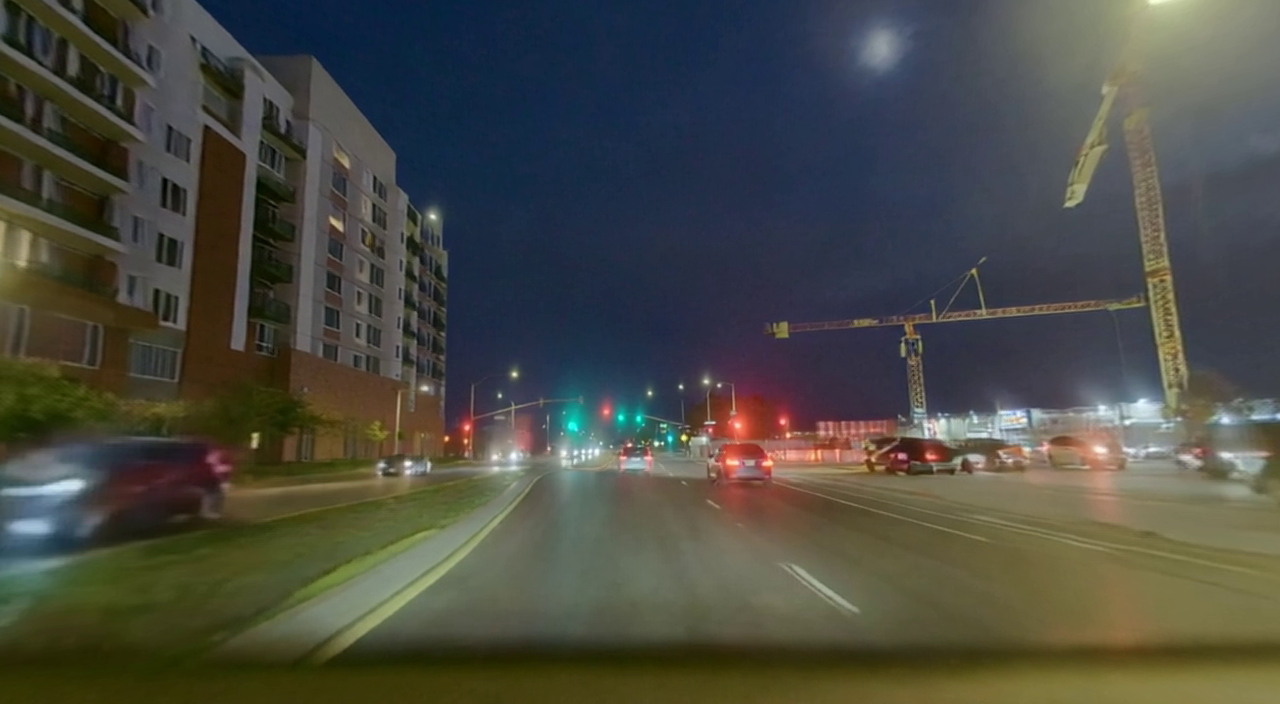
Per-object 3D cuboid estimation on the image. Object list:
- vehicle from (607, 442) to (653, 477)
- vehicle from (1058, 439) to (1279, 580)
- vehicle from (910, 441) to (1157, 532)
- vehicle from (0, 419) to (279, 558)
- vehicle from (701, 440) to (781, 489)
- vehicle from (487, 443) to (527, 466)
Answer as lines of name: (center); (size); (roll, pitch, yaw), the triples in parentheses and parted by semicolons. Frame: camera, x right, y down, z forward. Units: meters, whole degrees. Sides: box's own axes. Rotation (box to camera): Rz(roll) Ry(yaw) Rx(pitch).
vehicle: (-0.463, 4.976, 29.467); (2.006, 1.487, 3.535); (0, -9, 0)
vehicle: (7.589, 1.796, 7.662); (1.883, 1.452, 4.598); (0, -9, 0)
vehicle: (7.445, 2.553, 12.677); (1.893, 1.455, 4.571); (0, -9, -2)
vehicle: (-7.973, 1.955, 9.764); (2.072, 1.623, 4.564); (0, -9, 0)
vehicle: (3.270, 3.719, 21.255); (1.910, 1.474, 4.003); (0, -9, -1)
vehicle: (-10.405, 8.054, 49.801); (1.973, 1.646, 4.427); (-1, -9, 3)
